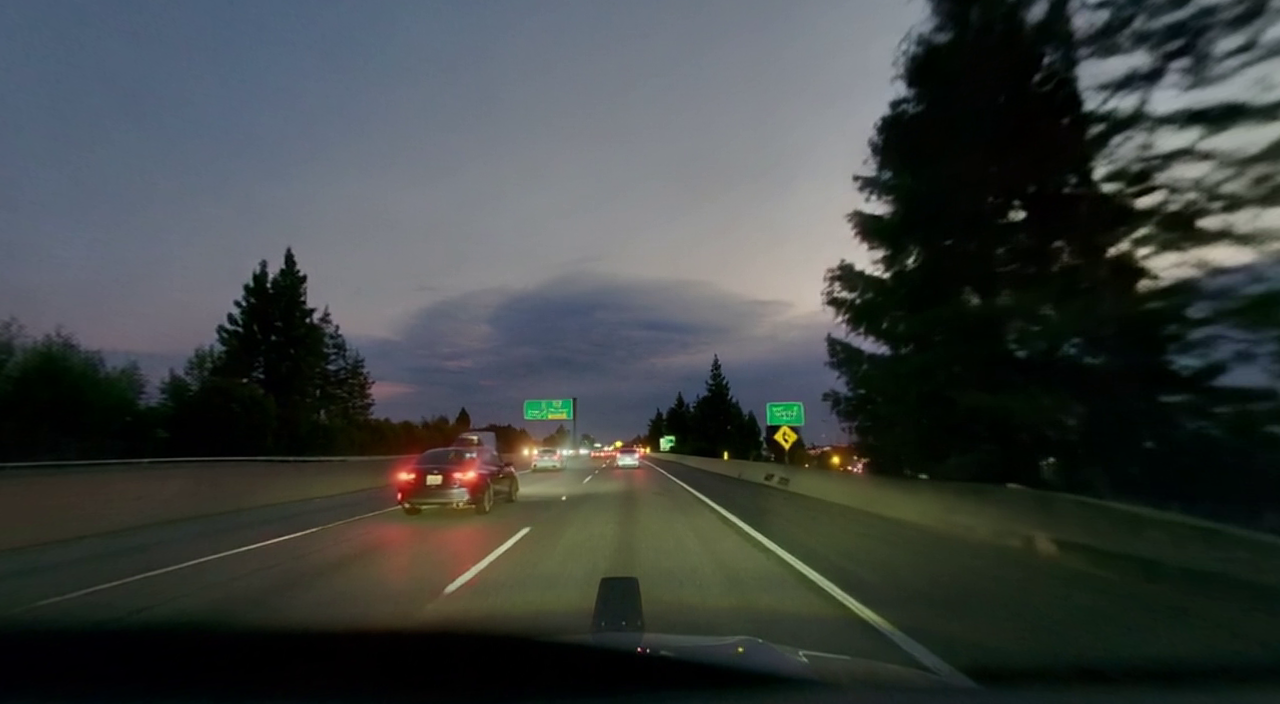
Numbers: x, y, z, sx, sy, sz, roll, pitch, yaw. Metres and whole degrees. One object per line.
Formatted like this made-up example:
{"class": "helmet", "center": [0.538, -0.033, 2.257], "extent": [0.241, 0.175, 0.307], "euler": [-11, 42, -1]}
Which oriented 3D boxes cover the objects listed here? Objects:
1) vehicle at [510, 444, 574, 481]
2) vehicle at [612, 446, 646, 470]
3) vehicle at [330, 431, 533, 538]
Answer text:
{"class": "vehicle", "center": [-4.197, 4.797, 27.717], "extent": [2.107, 1.453, 4.462], "euler": [0, -8, 0]}
{"class": "vehicle", "center": [-0.700, 6.863, 41.011], "extent": [2.100, 1.471, 3.956], "euler": [0, -8, -1]}
{"class": "vehicle", "center": [-3.382, 2.239, 11.362], "extent": [2.067, 1.509, 4.551], "euler": [0, -8, 1]}
